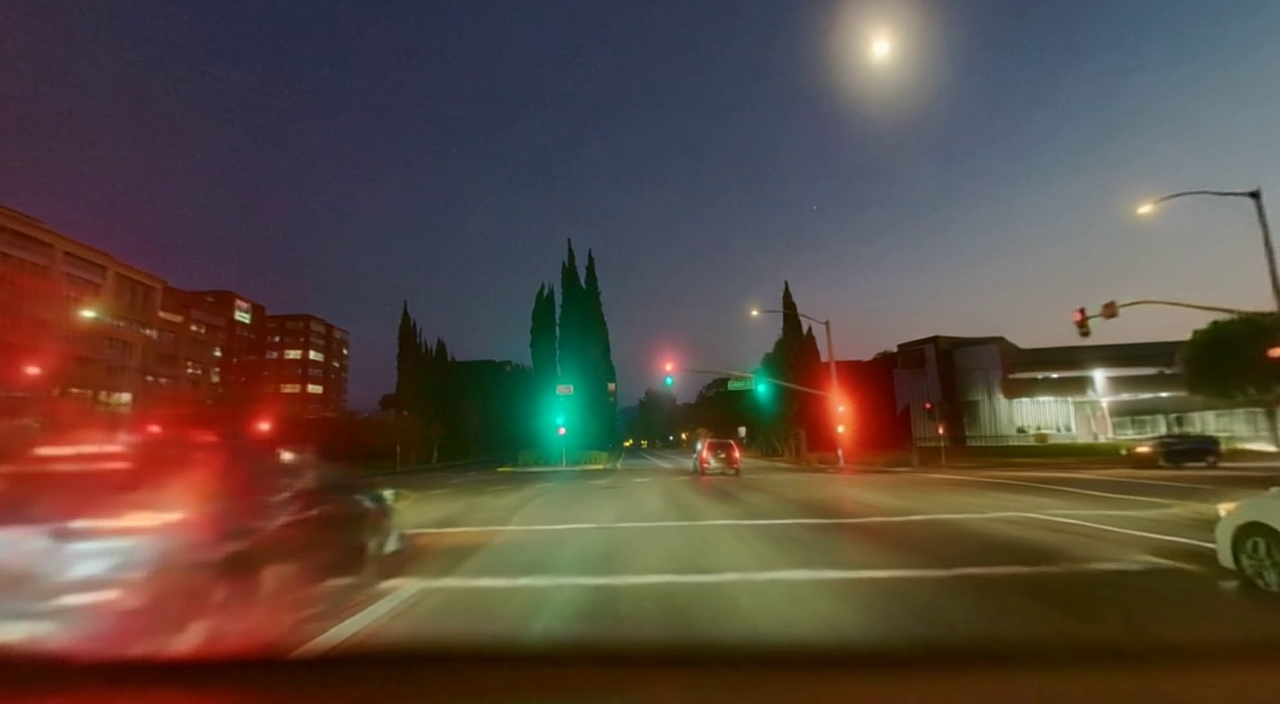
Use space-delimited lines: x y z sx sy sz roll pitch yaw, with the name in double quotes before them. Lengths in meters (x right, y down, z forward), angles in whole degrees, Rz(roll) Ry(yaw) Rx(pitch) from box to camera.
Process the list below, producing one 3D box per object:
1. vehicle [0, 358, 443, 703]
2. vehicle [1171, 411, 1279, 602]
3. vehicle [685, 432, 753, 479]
"vehicle" -3.511 1.192 4.675 2.012 1.653 6.295 0 -9 1
"vehicle" 6.472 1.146 4.275 2.000 1.618 4.238 0 -9 -1
"vehicle" 3.217 4.334 26.718 2.095 1.759 4.862 0 -9 -2
